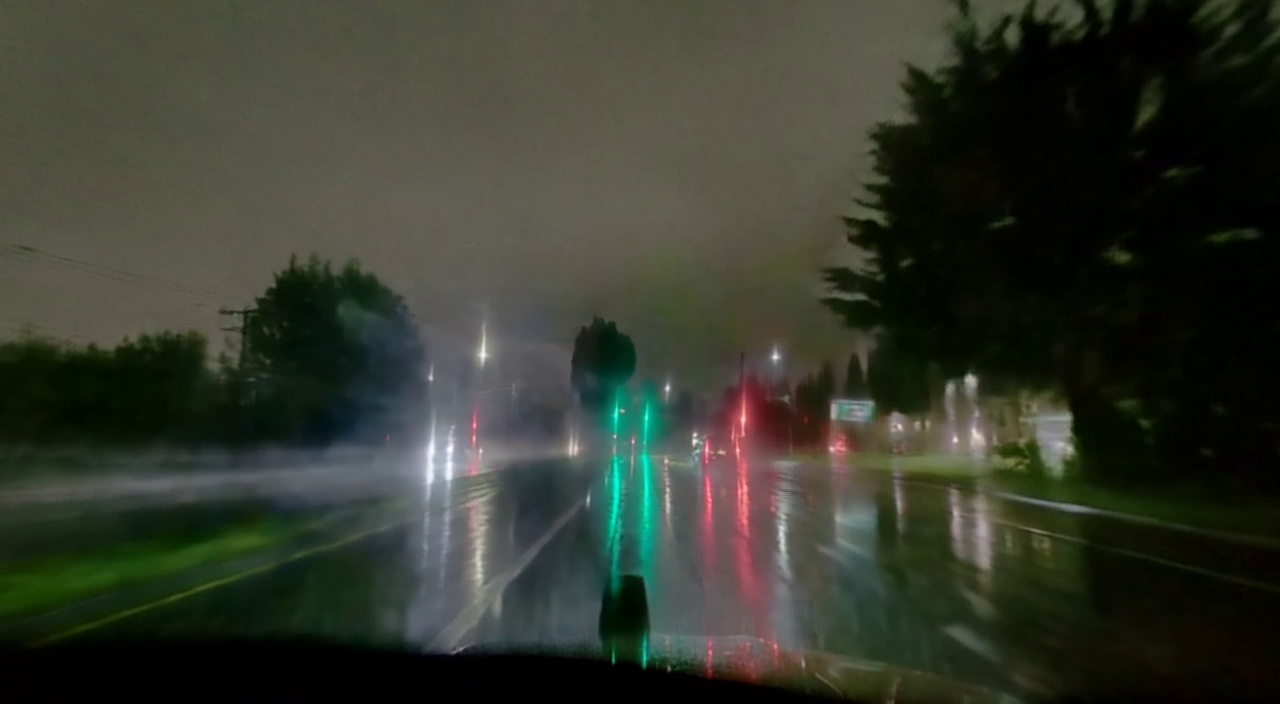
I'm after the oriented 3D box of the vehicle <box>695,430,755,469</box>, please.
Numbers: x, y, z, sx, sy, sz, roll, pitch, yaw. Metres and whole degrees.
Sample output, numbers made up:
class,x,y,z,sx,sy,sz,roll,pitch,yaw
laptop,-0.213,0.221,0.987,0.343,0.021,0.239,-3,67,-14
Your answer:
class,x,y,z,sx,sy,sz,roll,pitch,yaw
vehicle,4.101,4.817,31.222,2.240,1.781,4.433,0,-8,-1

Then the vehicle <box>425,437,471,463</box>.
class,x,y,z,sx,sy,sz,roll,pitch,yaw
vehicle,-13.348,6.830,44.037,1.925,1.670,4.371,0,-8,-1
